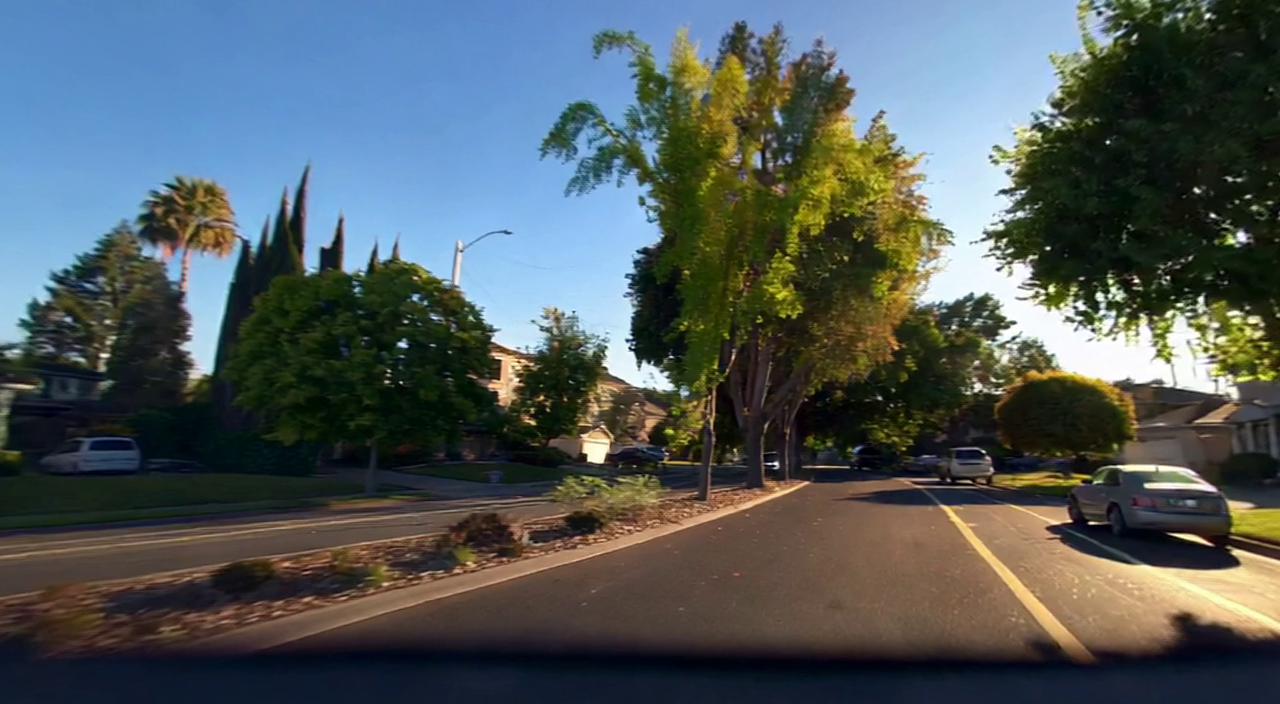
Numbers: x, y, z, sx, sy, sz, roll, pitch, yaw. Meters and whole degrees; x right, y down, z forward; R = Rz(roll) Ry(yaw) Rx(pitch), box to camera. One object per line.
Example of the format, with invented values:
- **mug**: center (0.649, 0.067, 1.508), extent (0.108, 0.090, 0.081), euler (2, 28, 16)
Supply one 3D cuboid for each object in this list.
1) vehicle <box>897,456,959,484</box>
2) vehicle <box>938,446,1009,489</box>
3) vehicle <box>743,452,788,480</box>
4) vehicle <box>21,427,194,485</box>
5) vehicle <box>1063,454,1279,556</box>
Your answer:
- **vehicle**: center (20.126, 8.205, 44.378), extent (2.713, 1.671, 4.939), euler (-1, -8, 10)
- **vehicle**: center (17.994, 6.196, 34.364), extent (2.305, 2.111, 4.965), euler (-2, -9, 15)
- **vehicle**: center (7.632, 6.832, 38.116), extent (2.058, 1.551, 4.247), euler (-3, -9, 18)
- **vehicle**: center (-19.150, 3.829, 23.110), extent (2.024, 1.848, 4.797), euler (0, -10, 1)
- **vehicle**: center (10.193, 2.842, 12.513), extent (2.080, 1.543, 4.294), euler (-3, -9, 22)
